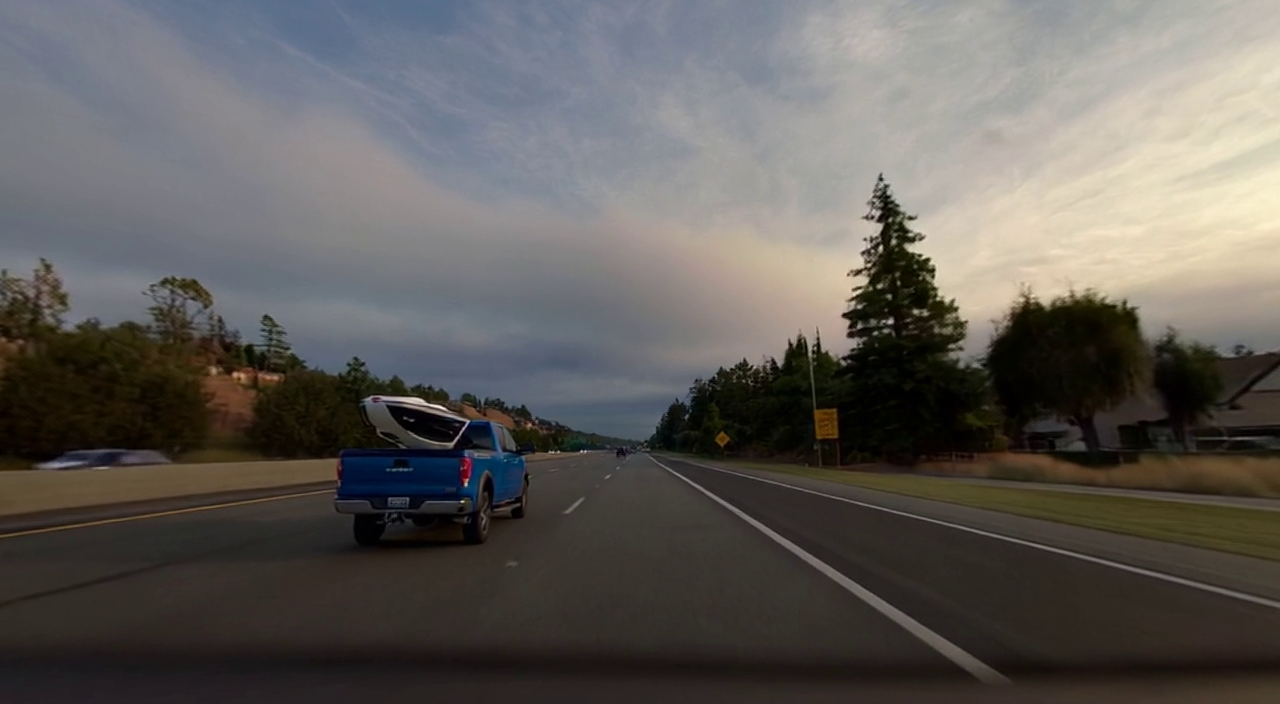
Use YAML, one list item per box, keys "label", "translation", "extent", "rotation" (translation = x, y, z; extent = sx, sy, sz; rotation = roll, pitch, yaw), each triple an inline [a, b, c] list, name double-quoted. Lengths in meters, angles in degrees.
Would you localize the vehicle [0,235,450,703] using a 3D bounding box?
- label: "vehicle"
  translation: [-2.787, 0.843, 3.134]
  extent: [1.919, 1.935, 5.609]
  rotation: [0, -9, 0]
